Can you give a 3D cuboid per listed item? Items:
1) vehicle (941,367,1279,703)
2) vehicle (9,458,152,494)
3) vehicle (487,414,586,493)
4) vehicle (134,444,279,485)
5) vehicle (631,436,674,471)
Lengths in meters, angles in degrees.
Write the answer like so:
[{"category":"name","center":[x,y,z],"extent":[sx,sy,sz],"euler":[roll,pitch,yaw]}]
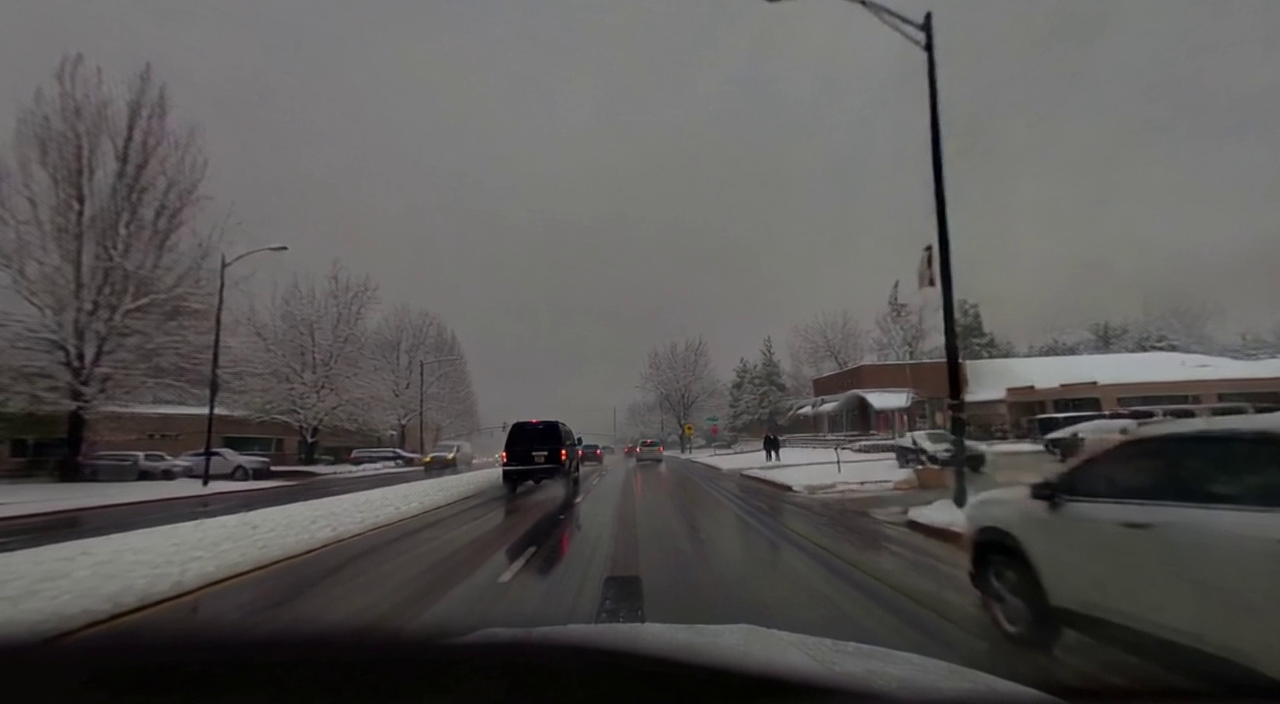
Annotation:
[{"category":"vehicle","center":[3.524,0.845,2.232],"extent":[2.049,1.631,5.292],"euler":[0,-9,-4]},{"category":"vehicle","center":[-26.562,5.868,30.120],"extent":[4.926,1.571,1.941],"euler":[0,-9,-1]},{"category":"vehicle","center":[-3.029,3.157,19.802],"extent":[2.213,2.123,5.124],"euler":[0,-9,0]},{"category":"vehicle","center":[-24.041,6.267,35.305],"extent":[6.055,2.148,2.690],"euler":[0,-9,-1]},{"category":"vehicle","center":[0.577,5.299,33.151],"extent":[2.126,1.657,4.132],"euler":[0,-9,-1]}]
